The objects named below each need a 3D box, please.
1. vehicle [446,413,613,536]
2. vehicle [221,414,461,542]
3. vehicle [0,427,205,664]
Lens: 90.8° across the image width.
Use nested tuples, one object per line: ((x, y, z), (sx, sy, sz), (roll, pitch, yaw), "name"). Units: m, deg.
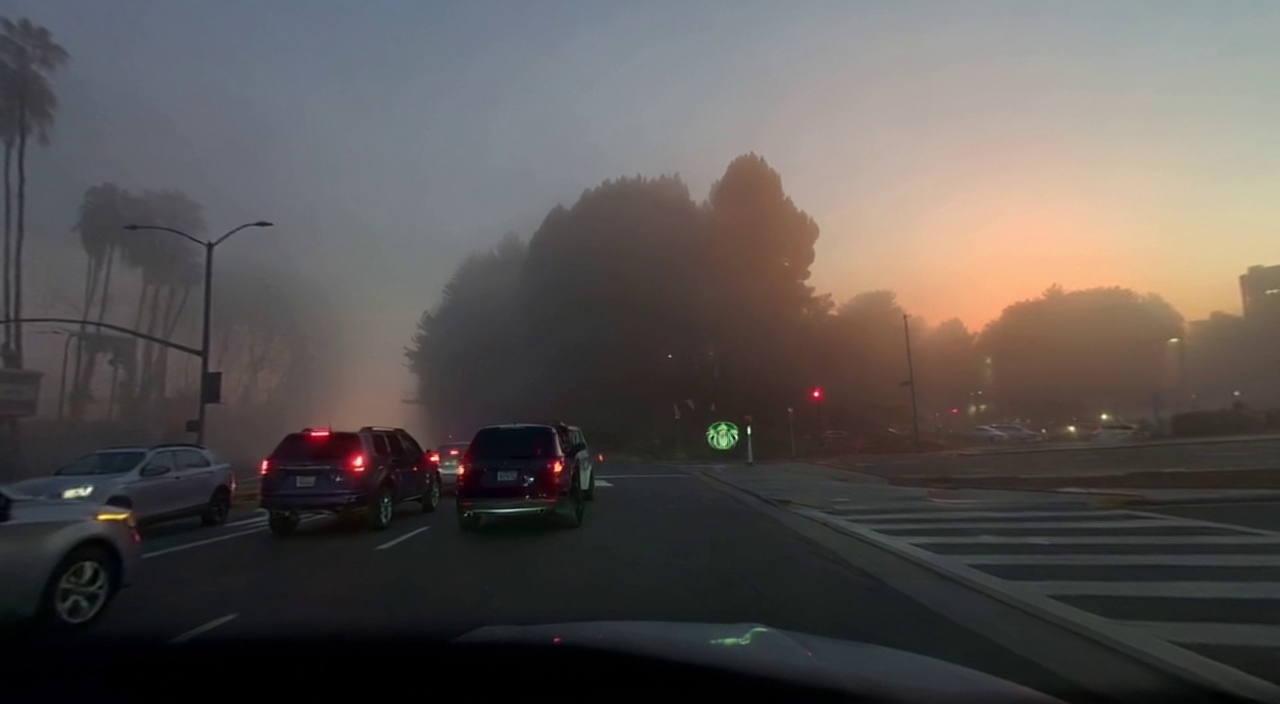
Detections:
((-1.689, 2.097, 11.352), (2.153, 1.759, 4.320), (0, -9, 1), "vehicle")
((-5.116, 2.227, 11.802), (2.025, 1.862, 4.804), (0, -9, 1), "vehicle")
((-5.234, 1.223, 3.735), (1.885, 1.567, 4.775), (0, -9, 1), "vehicle")
